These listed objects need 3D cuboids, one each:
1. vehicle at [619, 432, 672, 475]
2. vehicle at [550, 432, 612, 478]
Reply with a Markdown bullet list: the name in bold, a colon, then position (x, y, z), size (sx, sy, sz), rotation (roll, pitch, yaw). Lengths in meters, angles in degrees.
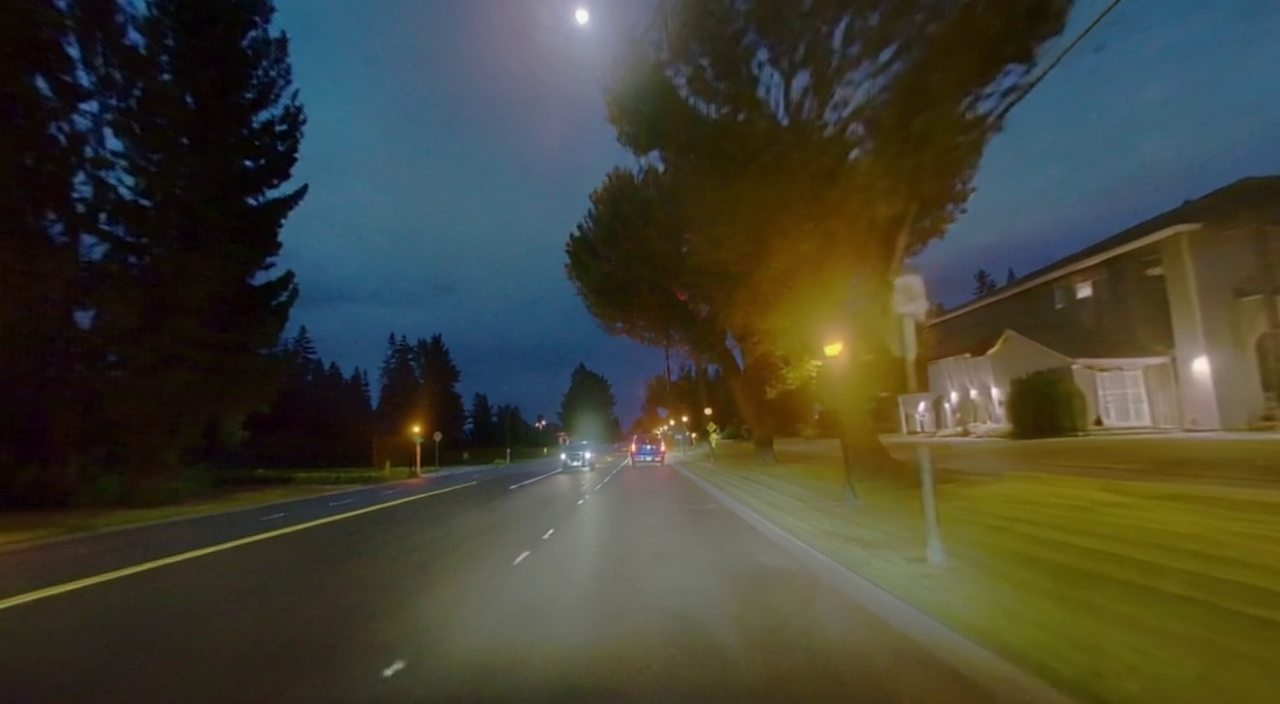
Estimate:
- **vehicle**: position (0.224, 4.389, 27.335), size (2.120, 1.718, 3.909), rotation (0, -9, 0)
- **vehicle**: position (-2.426, 4.403, 27.043), size (2.157, 1.765, 4.303), rotation (-1, -9, 2)
